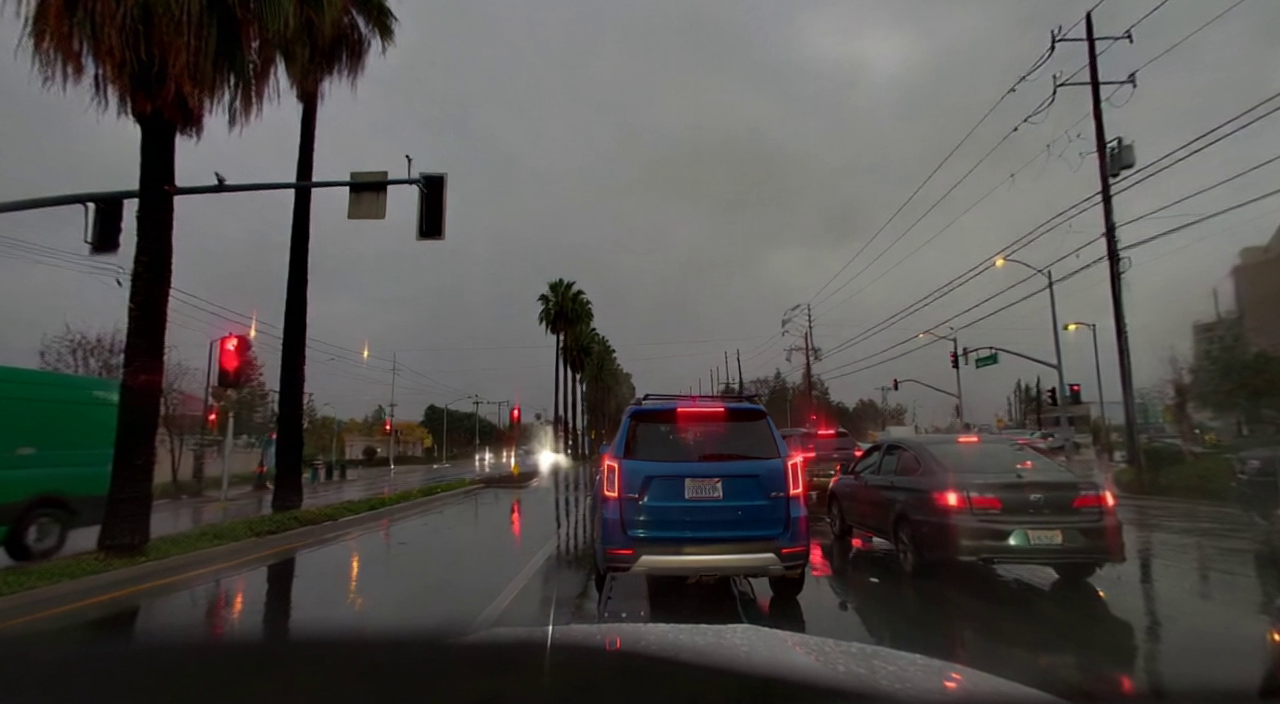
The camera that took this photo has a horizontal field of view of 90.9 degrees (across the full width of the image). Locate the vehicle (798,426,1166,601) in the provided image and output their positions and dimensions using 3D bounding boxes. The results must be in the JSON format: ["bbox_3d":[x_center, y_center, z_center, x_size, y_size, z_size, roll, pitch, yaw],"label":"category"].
[{"bbox_3d":[3.437,1.687,7.513,1.895,1.456,4.255,0,-9,-2],"label":"vehicle"}]

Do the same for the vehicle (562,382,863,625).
[{"bbox_3d":[0.459,1.437,6.885,2.228,1.780,4.269,0,-9,-2],"label":"vehicle"}]

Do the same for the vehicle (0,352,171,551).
[{"bbox_3d":[-14.286,1.696,10.731,2.973,3.889,11.535,-1,-9,5],"label":"vehicle"}]

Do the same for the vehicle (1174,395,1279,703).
[{"bbox_3d":[3.358,0.647,0.662,1.805,1.485,4.348,0,-9,1],"label":"vehicle"}]
